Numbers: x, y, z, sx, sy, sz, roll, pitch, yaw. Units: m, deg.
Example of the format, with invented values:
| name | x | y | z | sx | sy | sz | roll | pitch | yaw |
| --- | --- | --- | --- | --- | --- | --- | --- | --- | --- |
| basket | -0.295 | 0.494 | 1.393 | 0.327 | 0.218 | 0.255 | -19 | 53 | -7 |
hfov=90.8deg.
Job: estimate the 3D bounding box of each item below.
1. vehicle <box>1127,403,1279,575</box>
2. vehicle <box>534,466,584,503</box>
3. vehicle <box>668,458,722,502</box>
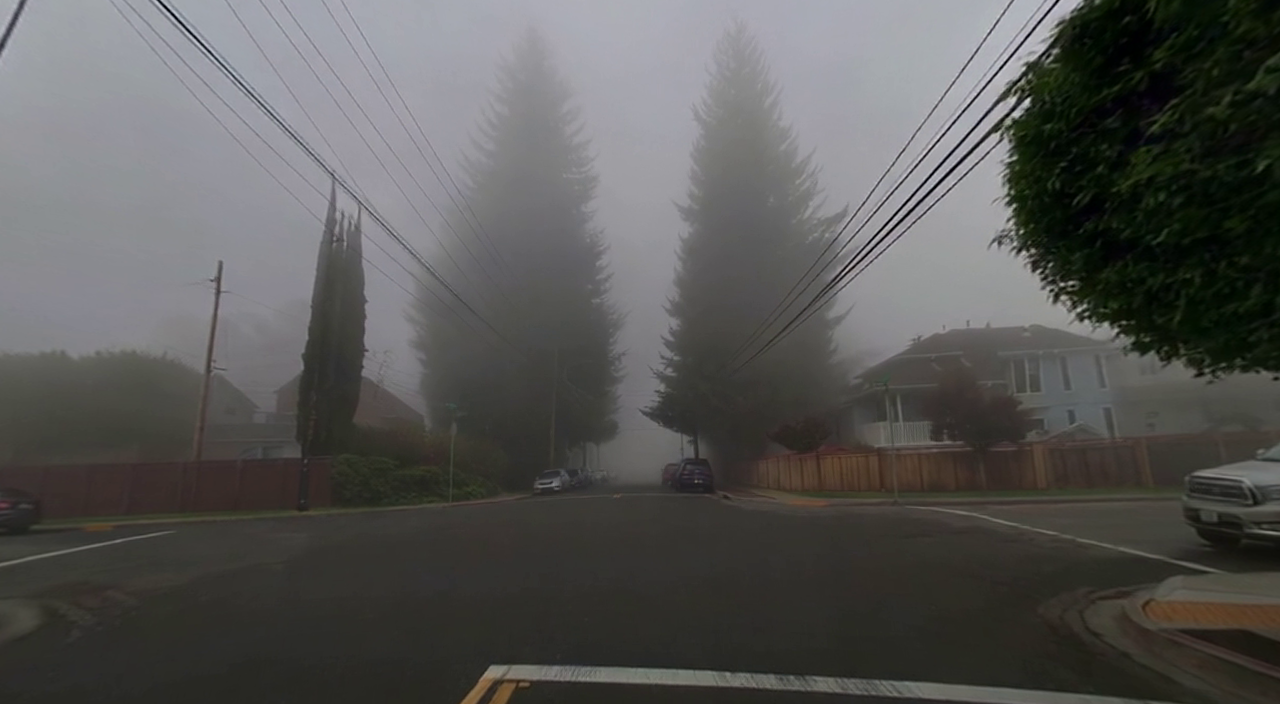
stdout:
| name | x | y | z | sx | sy | sz | roll | pitch | yaw |
| --- | --- | --- | --- | --- | --- | --- | --- | --- | --- |
| vehicle | 9.703 | 1.702 | 8.213 | 4.677 | 1.949 | 2.334 | -1 | -9 | 3 |
| vehicle | -4.312 | 7.128 | 34.216 | 2.189 | 1.771 | 4.571 | 0 | -10 | -1 |
| vehicle | 2.582 | 6.129 | 30.696 | 2.051 | 1.874 | 4.459 | 0 | -9 | -2 |
